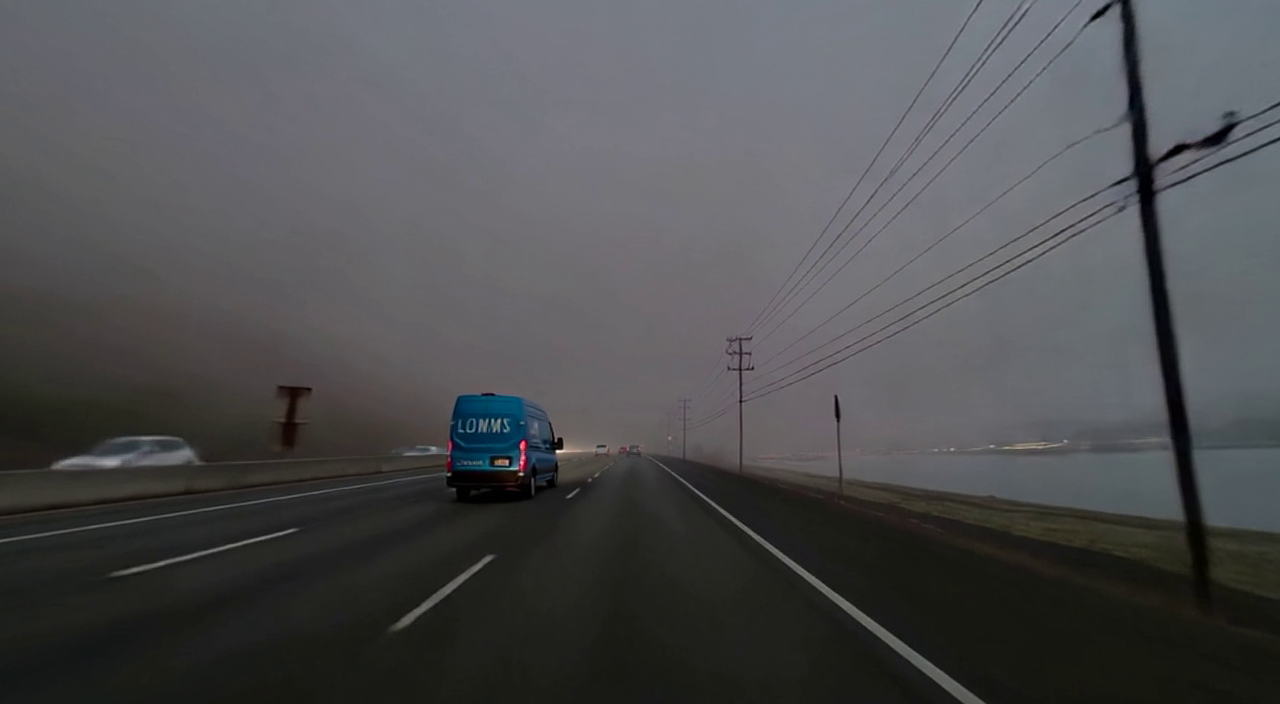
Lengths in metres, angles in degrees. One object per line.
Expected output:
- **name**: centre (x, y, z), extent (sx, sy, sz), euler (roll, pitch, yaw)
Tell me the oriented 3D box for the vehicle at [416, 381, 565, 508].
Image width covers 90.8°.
- **vehicle**: centre (-3.632, 2.480, 17.051), extent (2.331, 2.757, 6.581), euler (0, -8, 1)
